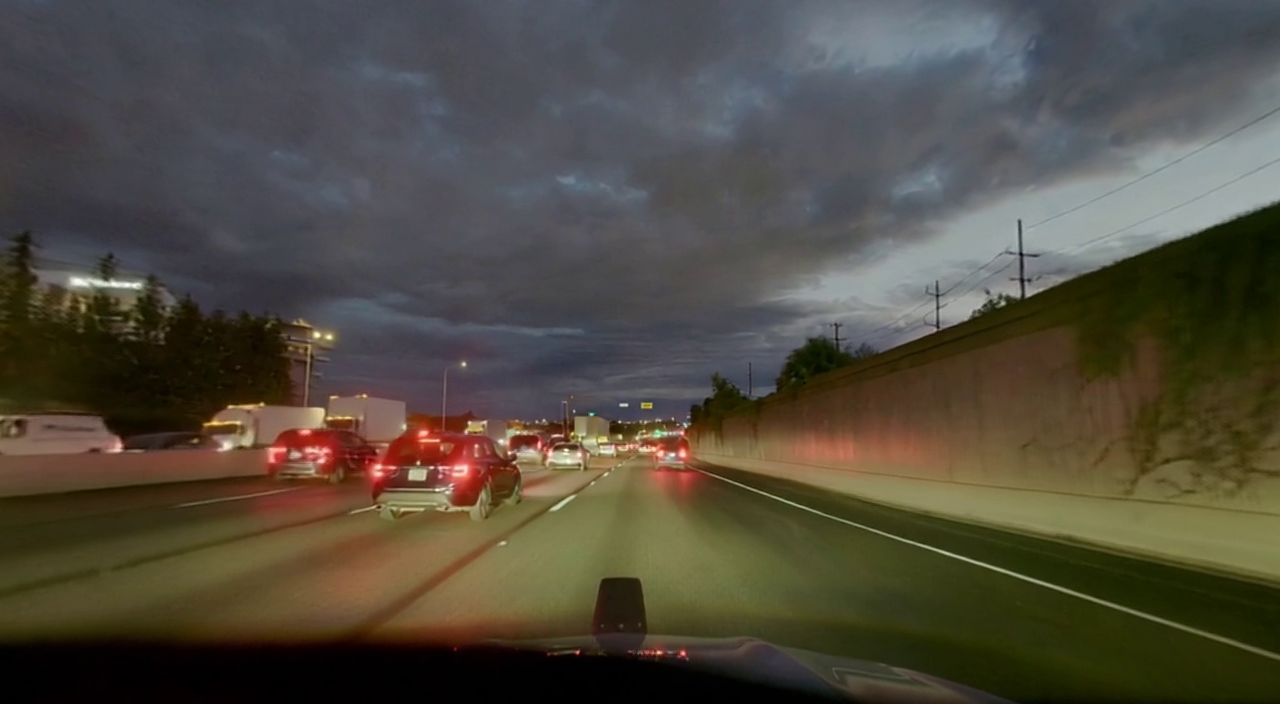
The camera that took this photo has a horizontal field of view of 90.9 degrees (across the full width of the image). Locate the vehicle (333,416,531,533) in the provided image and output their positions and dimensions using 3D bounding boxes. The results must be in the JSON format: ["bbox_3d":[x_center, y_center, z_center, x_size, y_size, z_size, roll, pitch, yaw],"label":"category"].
[{"bbox_3d":[-3.487,2.149,11.667,2.026,1.719,4.490,0,-8,1],"label":"vehicle"}]

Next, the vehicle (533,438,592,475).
[{"bbox_3d":[-3.450,4.742,28.872,2.049,1.530,4.707,0,-8,1],"label":"vehicle"}]

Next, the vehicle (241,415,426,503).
[{"bbox_3d":[-7.234,2.597,15.624,2.222,1.825,4.640,0,-8,0],"label":"vehicle"}]

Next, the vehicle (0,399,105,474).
[{"bbox_3d":[-20.224,2.675,20.129,2.134,2.068,4.956,-1,-2,-1],"label":"vehicle"}]

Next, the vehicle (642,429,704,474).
[{"bbox_3d":[1.561,5.150,32.880,2.793,2.132,5.682,0,-8,-1],"label":"vehicle"}]
